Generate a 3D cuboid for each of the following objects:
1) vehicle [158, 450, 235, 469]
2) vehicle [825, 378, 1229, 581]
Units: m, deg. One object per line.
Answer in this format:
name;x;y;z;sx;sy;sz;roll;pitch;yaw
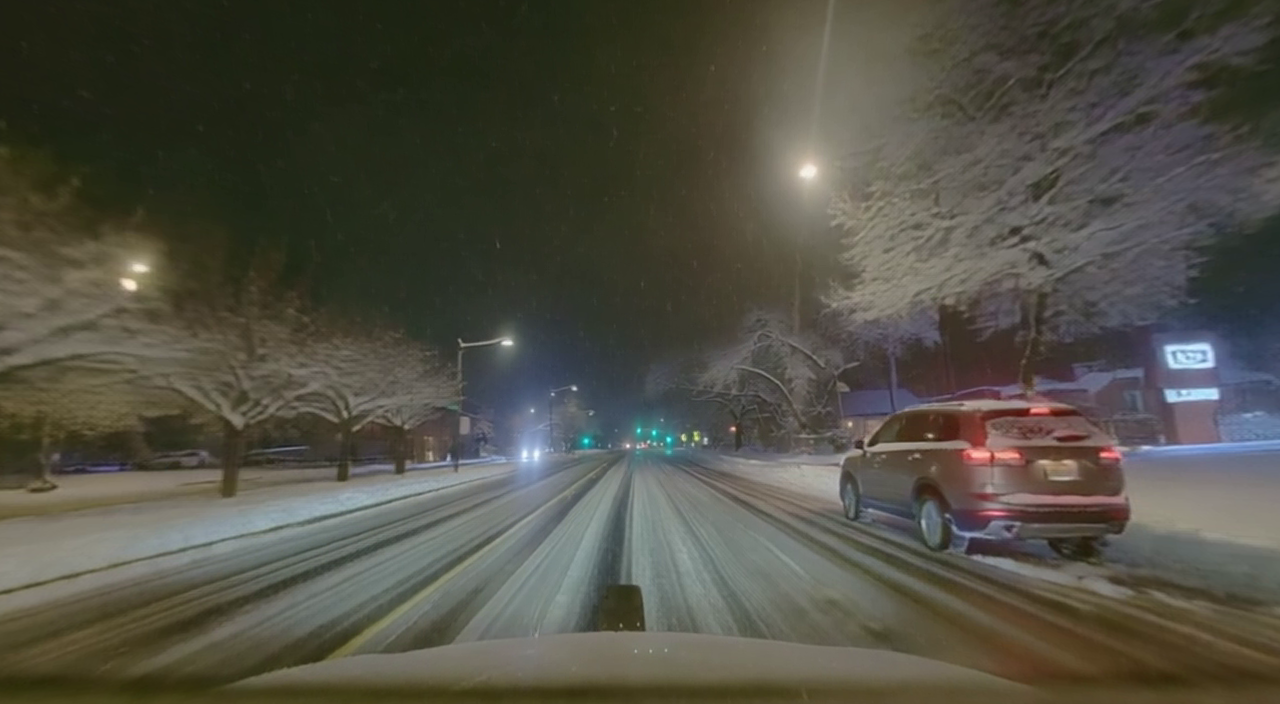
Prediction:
vehicle;-33.261;8.055;47.439;4.463;1.411;1.779;0;-8;2
vehicle;4.533;1.603;8.765;2.185;1.956;5.128;0;-8;-2
